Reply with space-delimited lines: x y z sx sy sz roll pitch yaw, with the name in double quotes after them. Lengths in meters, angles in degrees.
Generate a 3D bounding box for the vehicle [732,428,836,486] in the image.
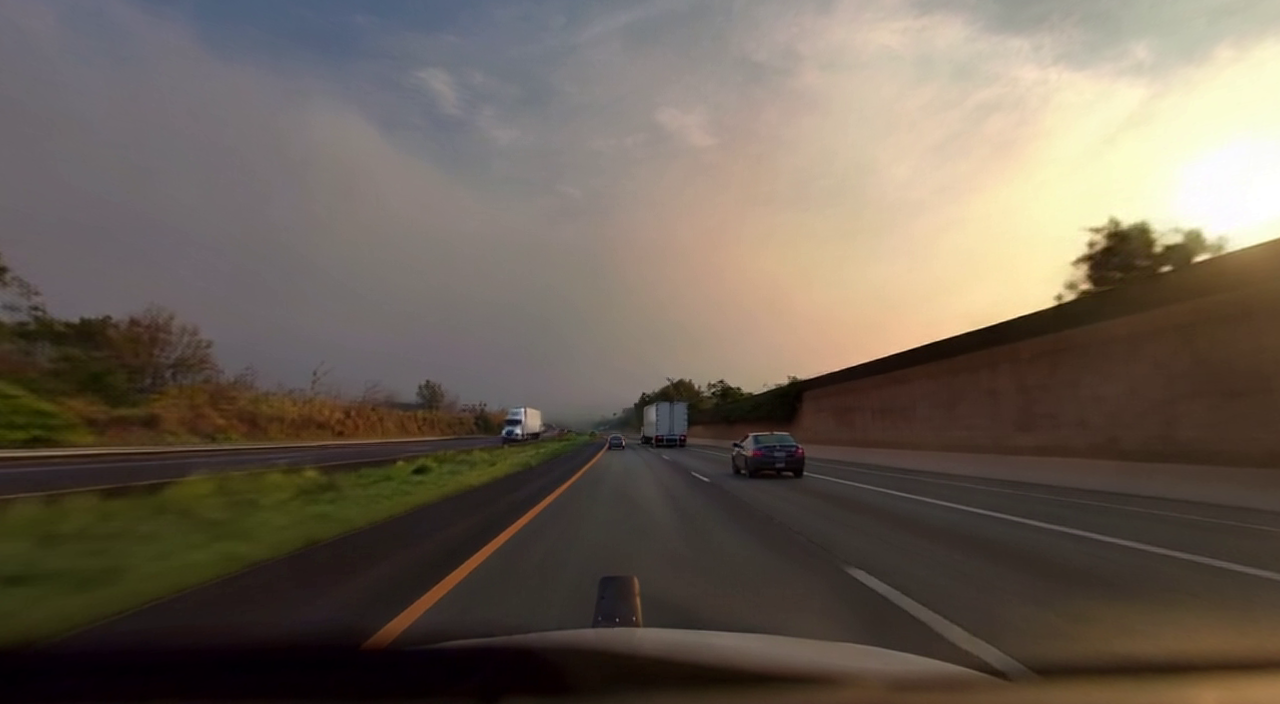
3.949 2.923 18.020 1.813 1.454 4.197 0 -7 -2 "vehicle"
